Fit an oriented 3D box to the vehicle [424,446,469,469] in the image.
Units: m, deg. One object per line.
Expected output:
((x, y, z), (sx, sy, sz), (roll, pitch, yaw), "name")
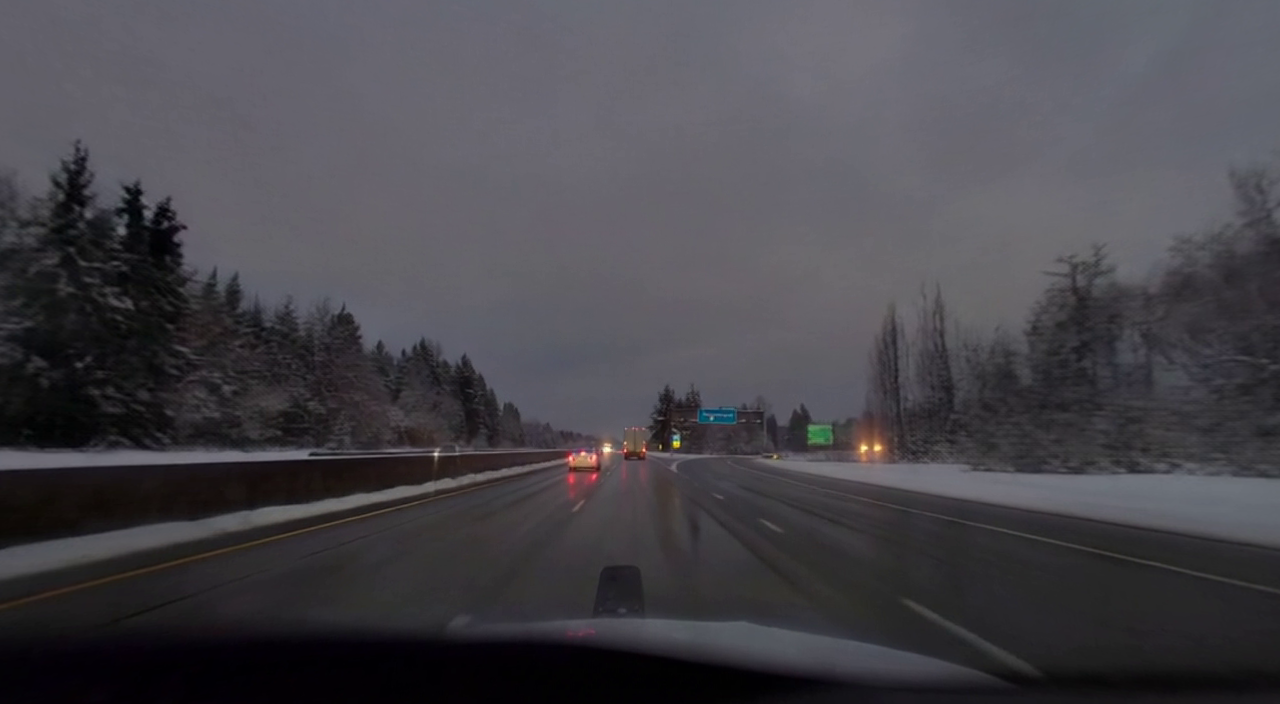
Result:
((-13.427, 7.335, 44.015), (1.813, 1.455, 4.341), (0, -9, 0), "vehicle")

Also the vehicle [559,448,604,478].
((-3.201, 6.200, 35.554), (2.184, 1.574, 5.004), (0, -9, -1), "vehicle")
